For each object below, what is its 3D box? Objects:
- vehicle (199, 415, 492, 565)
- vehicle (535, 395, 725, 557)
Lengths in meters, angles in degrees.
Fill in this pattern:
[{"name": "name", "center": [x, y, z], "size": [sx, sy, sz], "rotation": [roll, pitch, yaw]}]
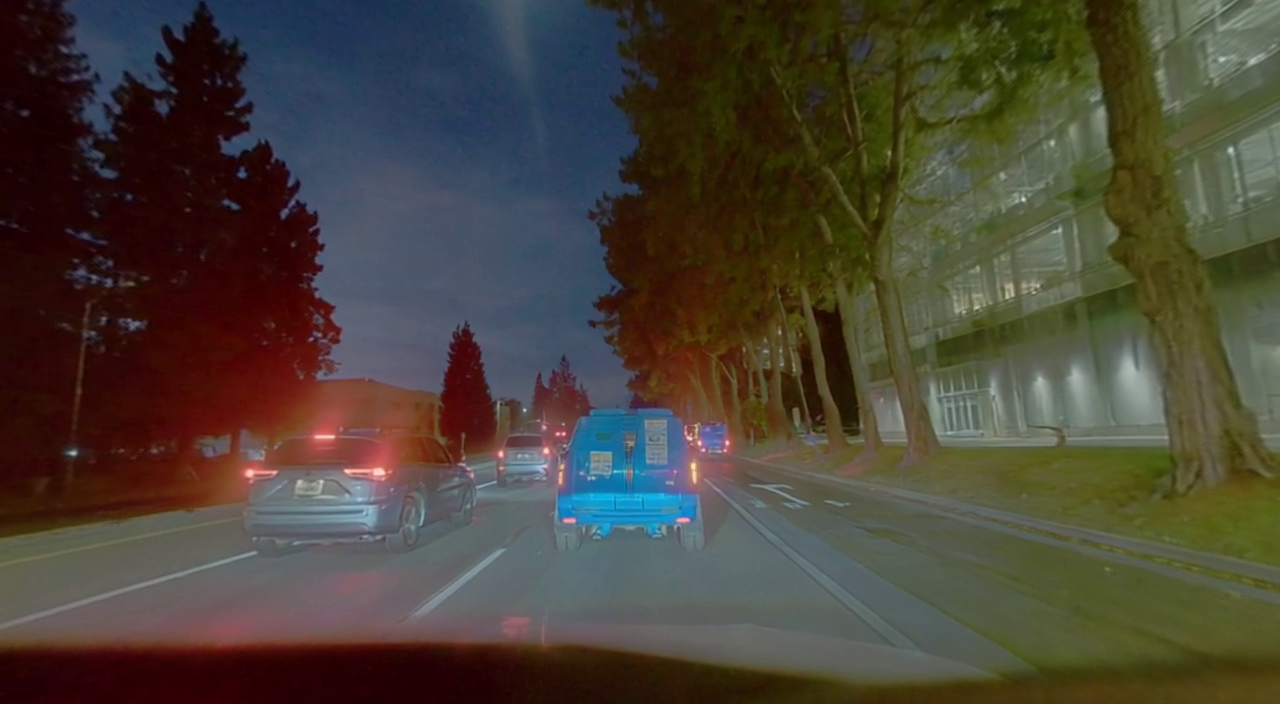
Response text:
[{"name": "vehicle", "center": [-3.760, 1.845, 9.250], "size": [1.959, 1.614, 4.676], "rotation": [0, -8, 1]}, {"name": "vehicle", "center": [-0.088, 1.652, 8.985], "size": [2.075, 1.770, 4.018], "rotation": [0, -8, 1]}]
